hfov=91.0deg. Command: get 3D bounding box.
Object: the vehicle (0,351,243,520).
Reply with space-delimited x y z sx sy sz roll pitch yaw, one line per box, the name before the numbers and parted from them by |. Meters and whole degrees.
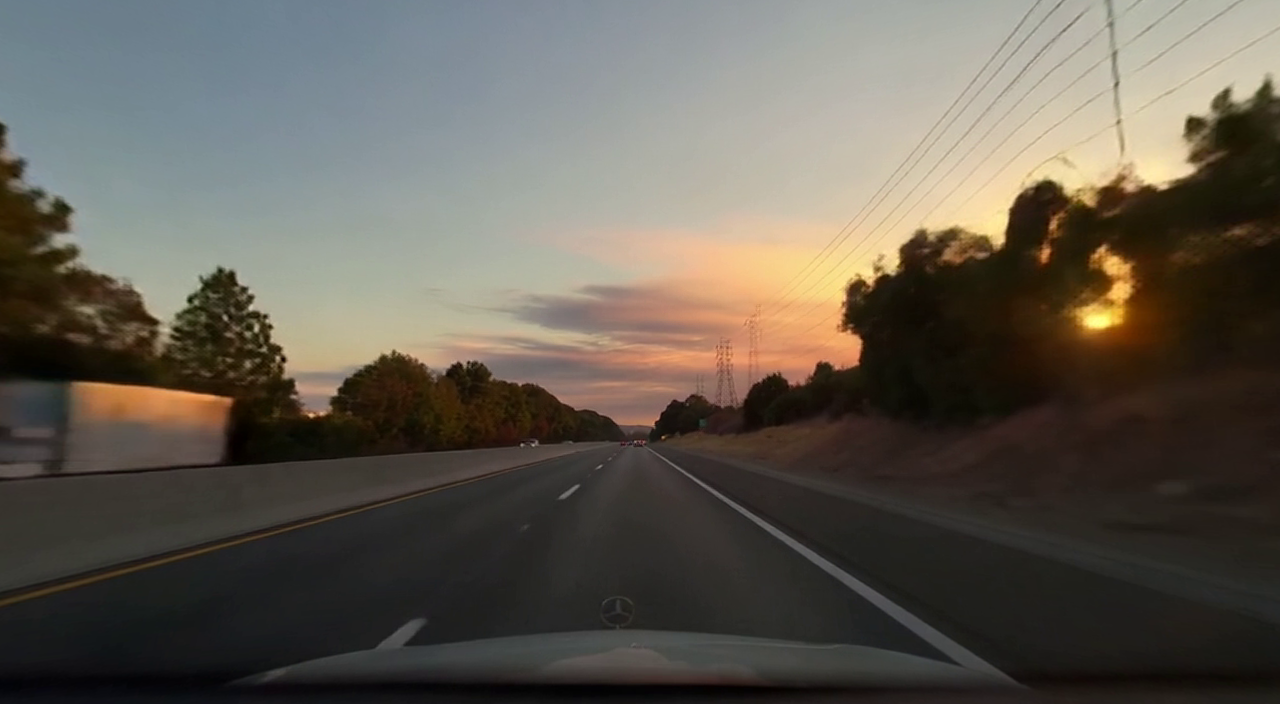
vehicle | -14.756 2.231 16.543 2.906 3.478 8.700 0 -8 0
